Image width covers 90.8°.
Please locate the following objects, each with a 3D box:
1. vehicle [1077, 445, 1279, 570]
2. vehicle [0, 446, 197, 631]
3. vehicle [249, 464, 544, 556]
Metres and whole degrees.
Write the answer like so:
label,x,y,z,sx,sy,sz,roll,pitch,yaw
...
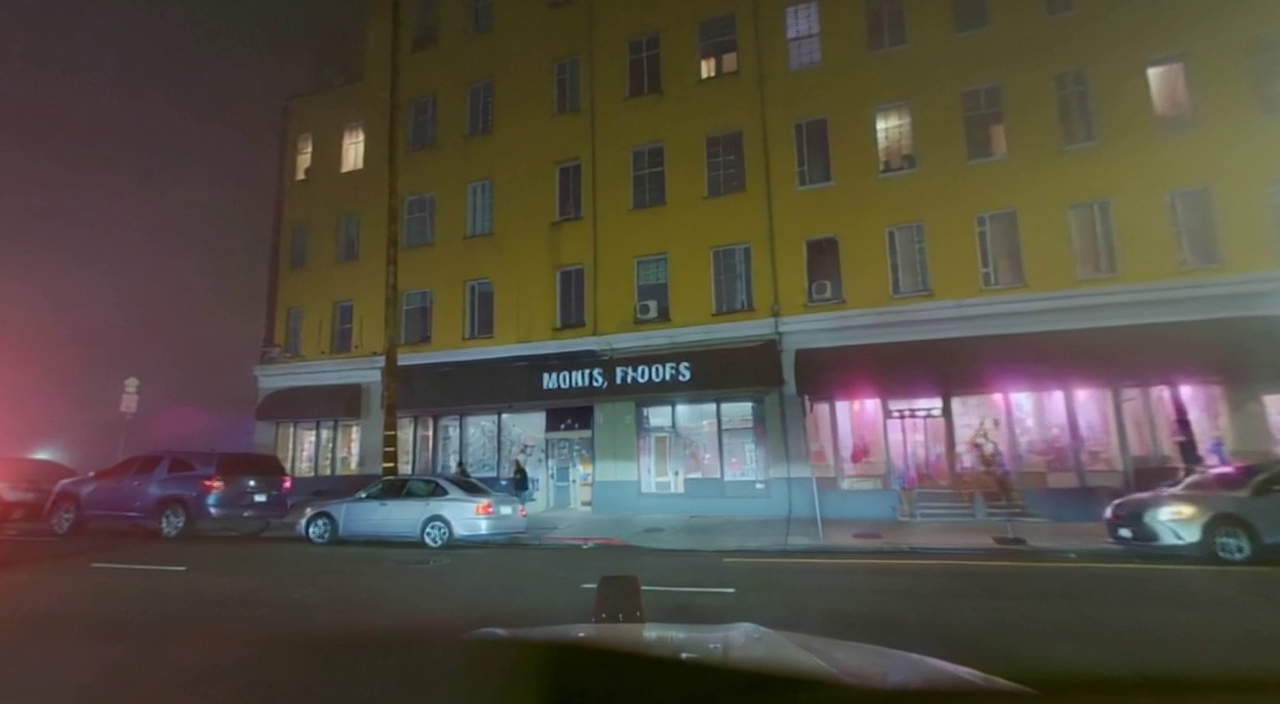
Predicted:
label,x,y,z,sx,sy,sz,roll,pitch,yaw
vehicle,9.619,2.279,9.608,4.410,1.687,1.834,-2,-8,9
vehicle,-7.042,1.672,6.244,4.330,1.458,1.932,-2,-9,15
vehicle,-4.403,2.833,11.744,4.830,1.421,1.826,-2,-9,11
